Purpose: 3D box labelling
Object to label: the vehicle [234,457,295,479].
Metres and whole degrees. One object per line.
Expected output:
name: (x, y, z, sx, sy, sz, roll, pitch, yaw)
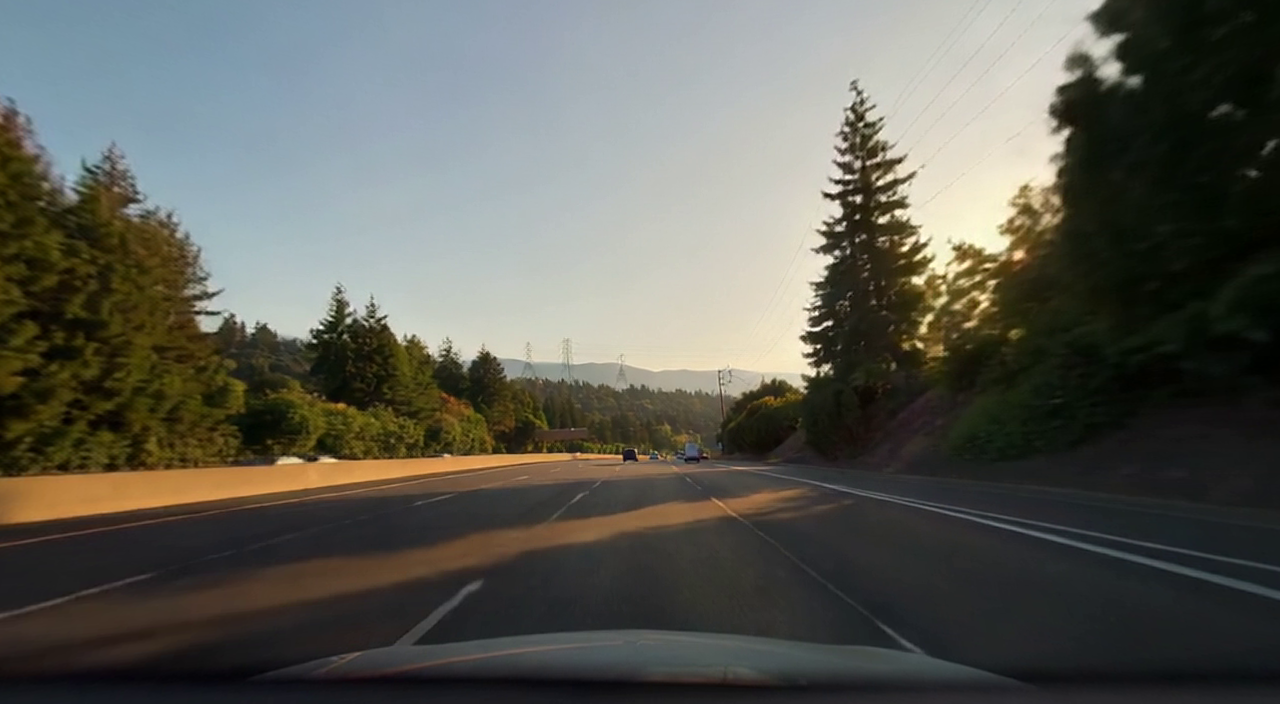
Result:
vehicle: (-27.904, 8.611, 47.039, 1.838, 1.474, 4.224, 0, -8, 2)
